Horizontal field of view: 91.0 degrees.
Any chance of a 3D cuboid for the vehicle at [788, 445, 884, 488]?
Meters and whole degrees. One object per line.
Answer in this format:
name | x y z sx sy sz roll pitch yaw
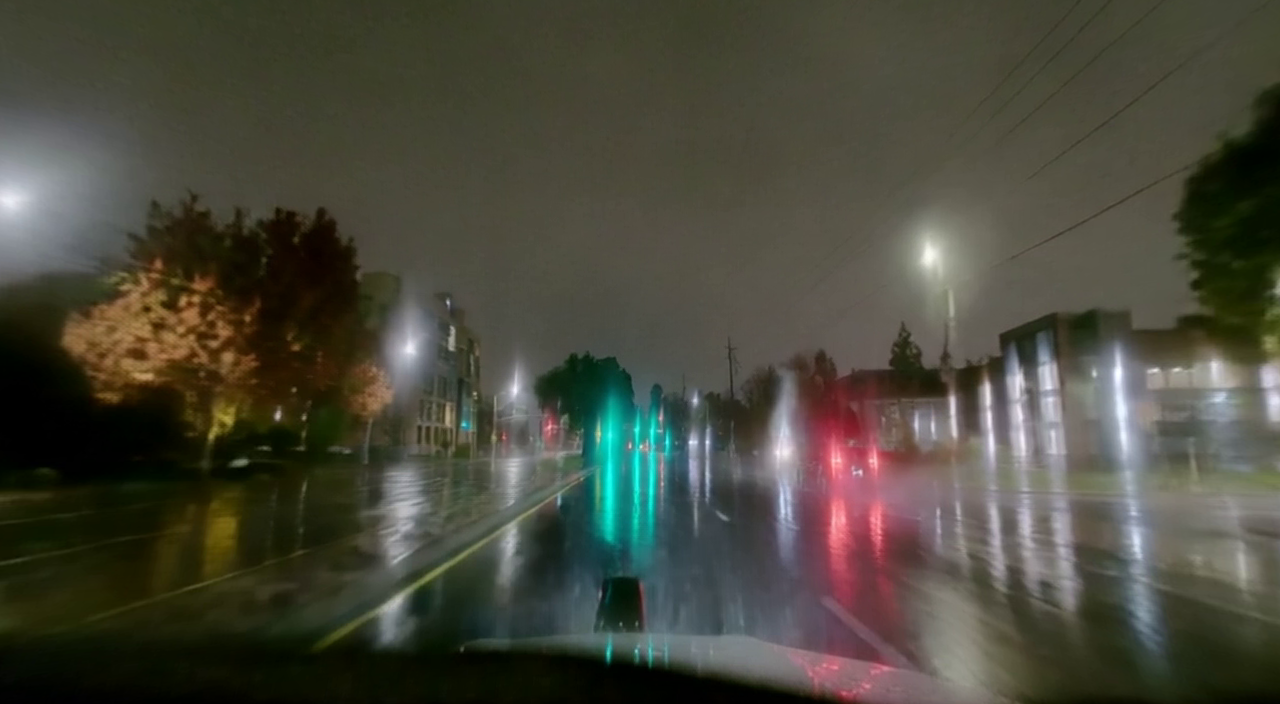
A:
vehicle | 7.109 4.190 23.426 2.054 1.421 4.487 0 -8 -1
